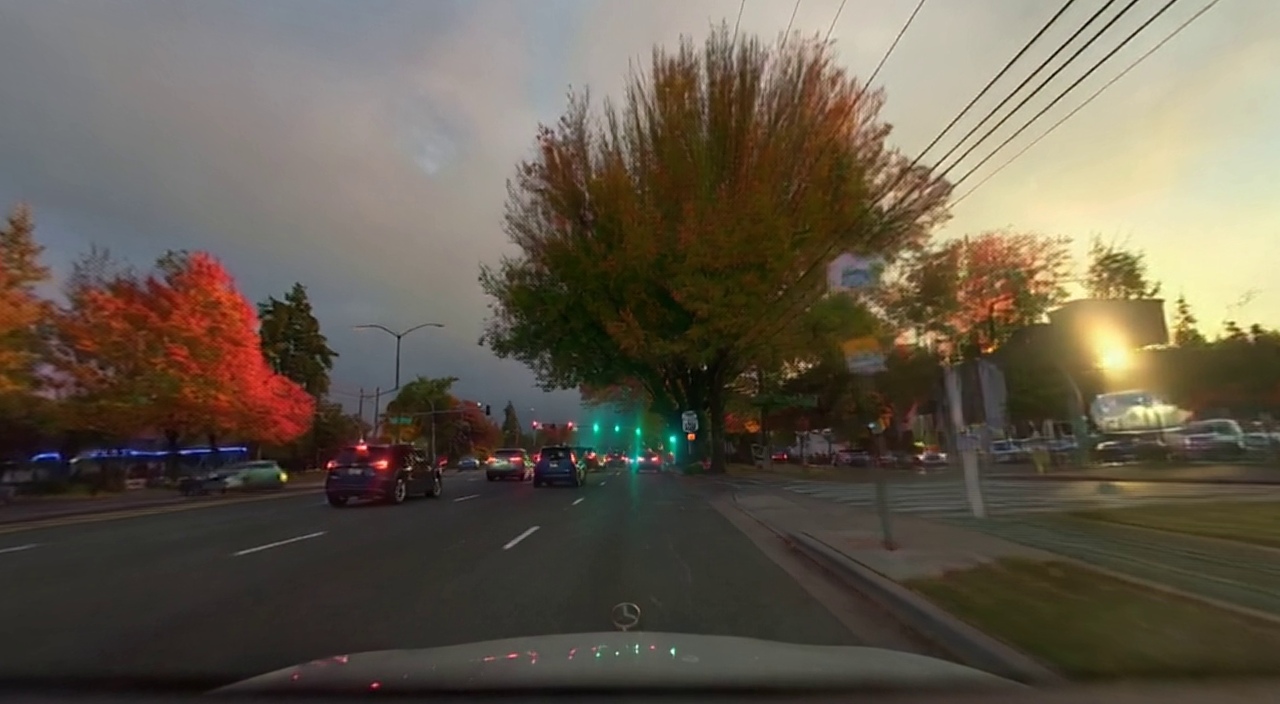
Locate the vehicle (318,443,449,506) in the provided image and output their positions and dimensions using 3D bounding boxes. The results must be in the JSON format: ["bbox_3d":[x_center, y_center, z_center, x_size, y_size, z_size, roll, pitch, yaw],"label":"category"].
[{"bbox_3d":[-7.255,3.492,18.374,1.932,1.596,4.247,0,-9,1],"label":"vehicle"}]

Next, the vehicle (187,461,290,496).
[{"bbox_3d":[-19.842,6.232,31.427,1.852,1.507,4.791,0,-9,1],"label":"vehicle"}]

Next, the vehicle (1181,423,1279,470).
[{"bbox_3d":[21.603,3.291,21.816,3.875,1.540,1.894,1,-9,0],"label":"vehicle"}]

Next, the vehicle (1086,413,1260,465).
[{"bbox_3d":[25.508,4.272,30.448,5.755,2.030,2.287,-6,-12,17],"label":"vehicle"}]

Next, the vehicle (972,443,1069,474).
[{"bbox_3d":[20.347,5.706,33.892,1.899,1.521,4.410,2,-9,-11],"label":"vehicle"}]

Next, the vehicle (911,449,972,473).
[{"bbox_3d":[20.221,7.328,42.440,1.938,1.490,4.750,0,-9,2],"label":"vehicle"}]

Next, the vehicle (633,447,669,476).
[{"bbox_3d":[0.643,6.898,39.713,2.144,1.704,4.028,0,-9,0],"label":"vehicle"}]

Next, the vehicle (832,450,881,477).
[{"bbox_3d":[14.322,7.383,41.896,1.963,1.703,4.447,0,-9,4],"label":"vehicle"}]

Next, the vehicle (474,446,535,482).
[{"bbox_3d":[-7.017,5.870,33.181,2.069,1.719,4.441,0,-9,2],"label":"vehicle"}]

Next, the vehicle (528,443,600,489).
[{"bbox_3d":[-2.942,4.553,25.493,2.165,1.663,4.513,0,-9,2],"label":"vehicle"}]
